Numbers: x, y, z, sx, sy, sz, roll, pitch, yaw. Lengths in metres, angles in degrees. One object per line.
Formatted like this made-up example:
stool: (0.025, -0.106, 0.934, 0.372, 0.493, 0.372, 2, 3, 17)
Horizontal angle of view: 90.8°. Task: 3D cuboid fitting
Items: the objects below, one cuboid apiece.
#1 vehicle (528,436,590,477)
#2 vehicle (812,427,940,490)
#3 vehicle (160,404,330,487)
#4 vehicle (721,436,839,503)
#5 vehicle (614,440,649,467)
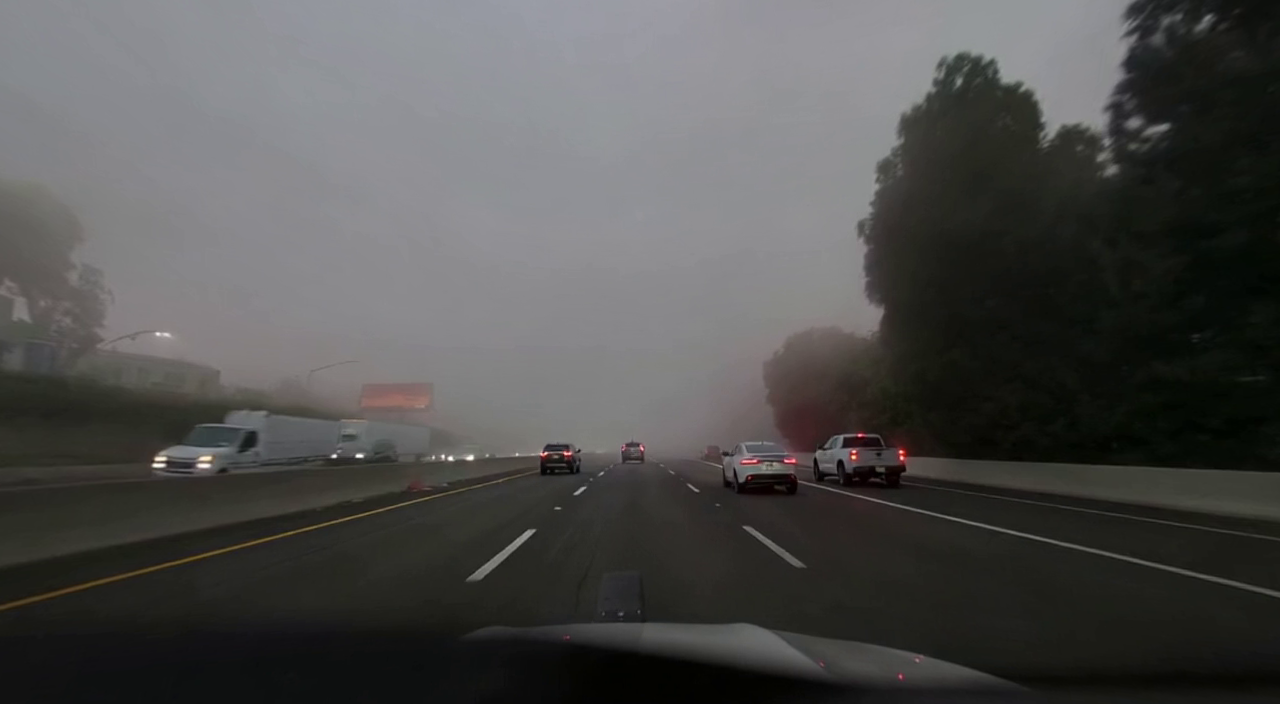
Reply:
vehicle: (-3.699, 4.895, 29.738, 2.256, 1.756, 4.745, 0, -9, 0)
vehicle: (7.452, 3.428, 20.622, 2.176, 1.793, 4.841, 0, -9, -2)
vehicle: (-18.067, 4.397, 29.757, 3.120, 3.378, 7.577, 0, -9, -1)
vehicle: (3.520, 3.055, 16.842, 1.987, 1.509, 4.512, 0, -9, -1)
vehicle: (-0.561, 6.691, 41.627, 2.191, 1.685, 4.015, 0, -9, 0)
